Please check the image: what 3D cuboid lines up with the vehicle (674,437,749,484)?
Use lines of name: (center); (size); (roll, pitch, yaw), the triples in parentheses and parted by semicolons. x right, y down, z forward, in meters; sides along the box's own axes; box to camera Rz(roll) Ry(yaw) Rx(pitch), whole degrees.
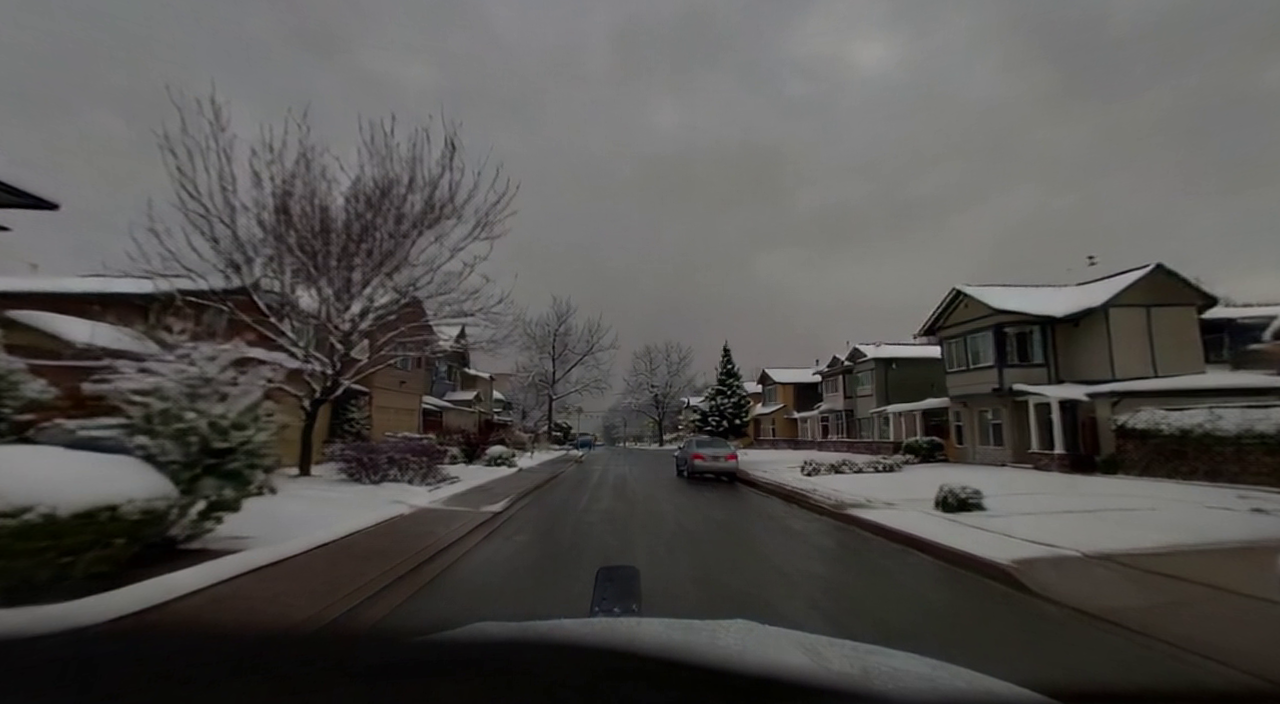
vehicle: (2.422, 3.792, 22.421); (1.955, 1.498, 4.046); (0, -8, -4)
